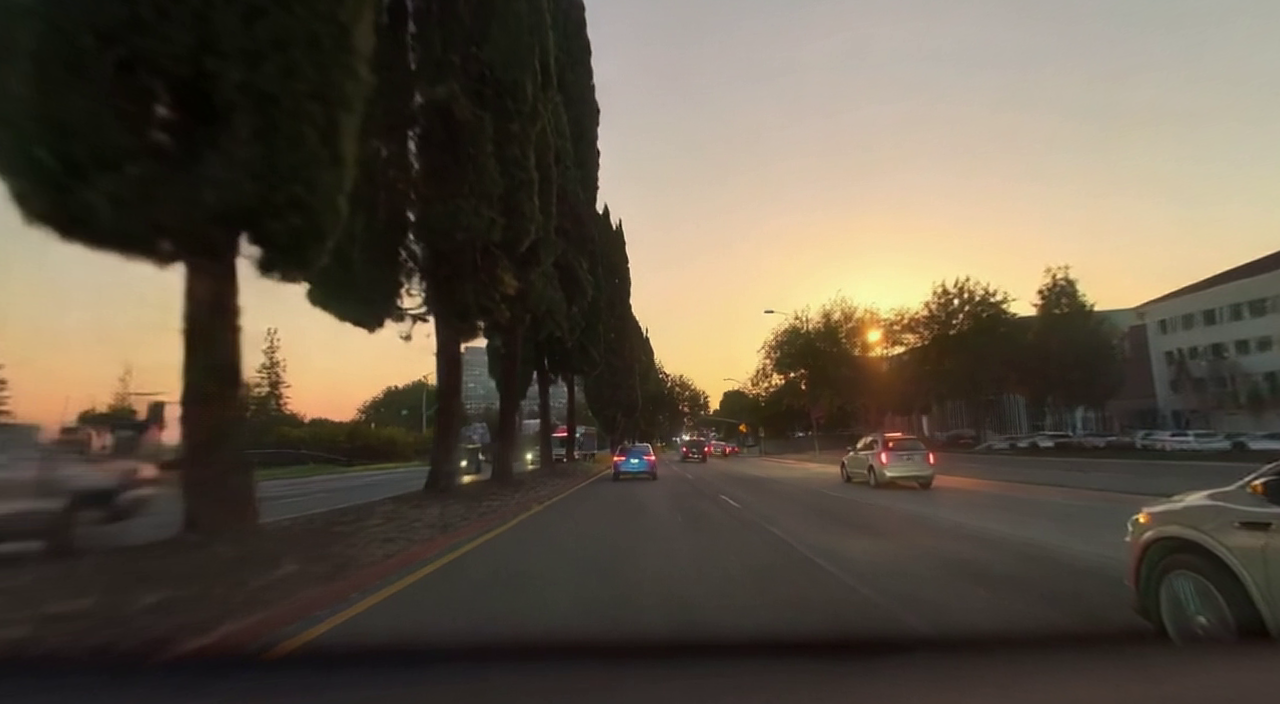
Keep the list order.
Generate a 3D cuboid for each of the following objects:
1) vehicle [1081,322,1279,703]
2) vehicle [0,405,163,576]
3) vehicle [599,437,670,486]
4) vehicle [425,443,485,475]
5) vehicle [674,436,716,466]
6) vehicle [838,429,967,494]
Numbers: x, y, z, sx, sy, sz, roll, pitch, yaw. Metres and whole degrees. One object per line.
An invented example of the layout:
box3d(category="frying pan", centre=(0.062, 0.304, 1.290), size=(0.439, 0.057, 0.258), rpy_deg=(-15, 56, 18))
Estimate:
box3d(category="vehicle", centre=(3.531, 0.584, 1.200), size=(2.090, 1.763, 4.560), rpy_deg=(0, -9, 1))
box3d(category="vehicle", centre=(-8.423, 1.497, 6.620), size=(2.262, 1.920, 5.604), rpy_deg=(0, -9, 1))
box3d(category="vehicle", centre=(-0.163, 3.876, 22.460), size=(2.315, 1.563, 4.080), rpy_deg=(0, -9, 1))
box3d(category="vehicle", centre=(-11.467, 6.654, 39.289), size=(2.172, 1.865, 4.728), rpy_deg=(0, -9, 2))
box3d(category="vehicle", centre=(4.148, 7.628, 48.500), size=(2.716, 2.131, 5.766), rpy_deg=(0, -8, 0))
box3d(category="vehicle", centre=(7.913, 3.332, 19.471), size=(2.090, 1.768, 4.407), rpy_deg=(0, -9, 0))
